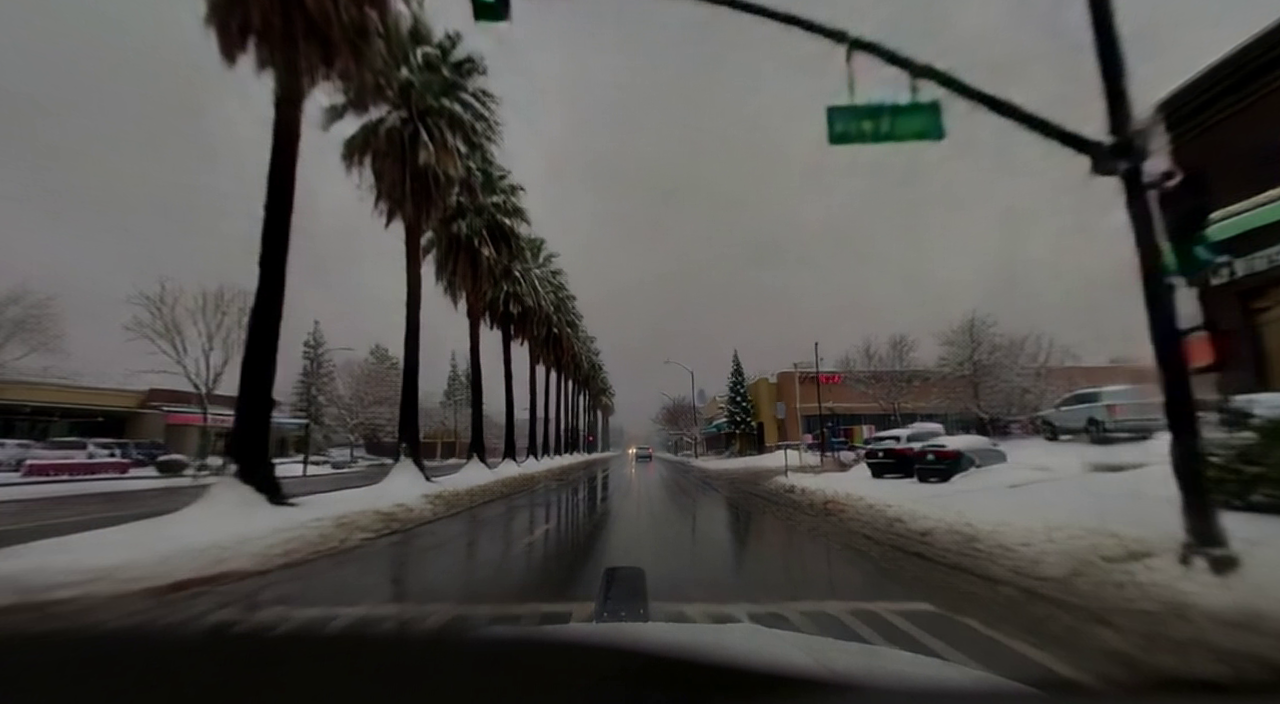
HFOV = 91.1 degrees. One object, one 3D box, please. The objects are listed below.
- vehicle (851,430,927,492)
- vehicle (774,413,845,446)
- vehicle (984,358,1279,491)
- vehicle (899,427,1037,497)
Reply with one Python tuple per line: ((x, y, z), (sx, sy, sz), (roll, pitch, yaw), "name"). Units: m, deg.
((9.546, 4.343, 24.448), (1.917, 1.876, 4.629), (-6, -16, 12), "vehicle")
((11.865, 5.487, 43.796), (5.186, 2.000, 2.226), (10, -13, -41), "vehicle")
((15.907, 2.628, 21.009), (2.814, 3.328, 10.467), (0, -9, 0), "vehicle")
((9.529, 3.268, 18.642), (1.655, 1.820, 3.969), (1, -10, -5), "vehicle")
